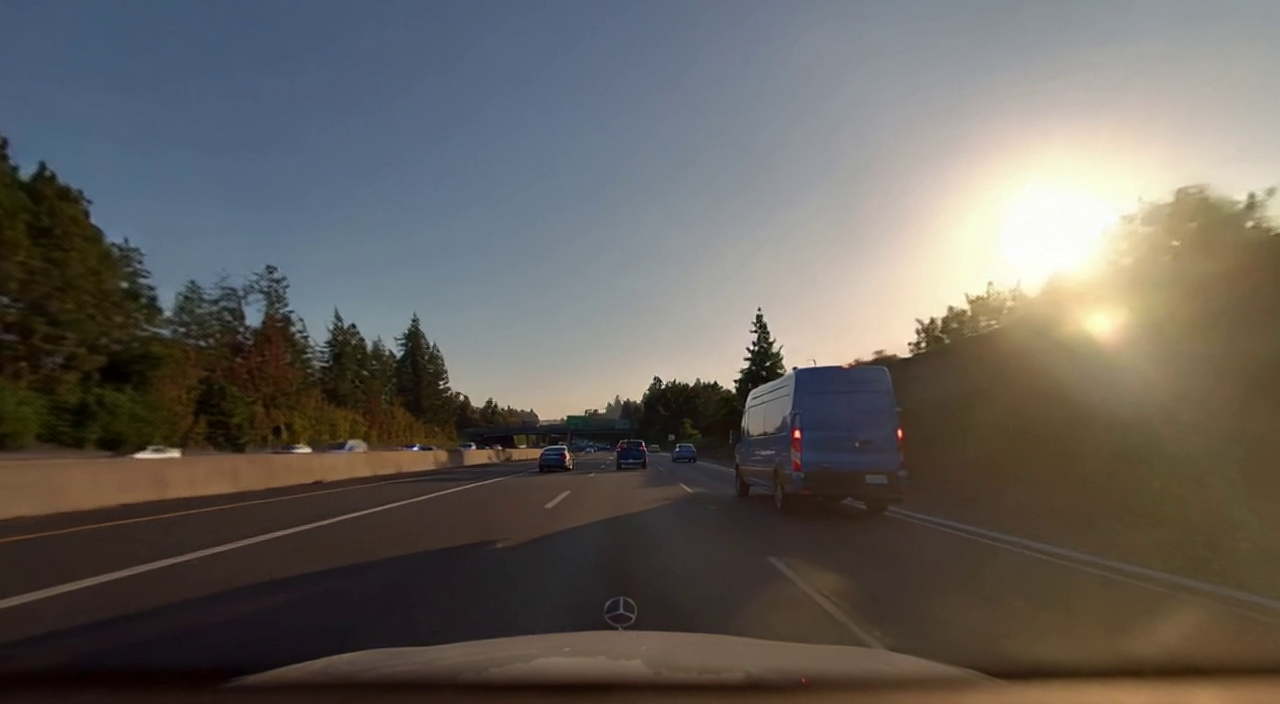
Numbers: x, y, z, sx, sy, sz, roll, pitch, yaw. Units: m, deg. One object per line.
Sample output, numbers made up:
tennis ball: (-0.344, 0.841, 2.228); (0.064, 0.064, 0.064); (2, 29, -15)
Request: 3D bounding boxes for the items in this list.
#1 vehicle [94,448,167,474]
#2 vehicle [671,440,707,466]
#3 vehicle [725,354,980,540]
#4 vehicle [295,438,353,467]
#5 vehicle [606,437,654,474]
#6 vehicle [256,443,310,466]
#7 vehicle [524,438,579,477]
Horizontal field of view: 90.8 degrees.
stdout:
vehicle: (-29.048, 6.181, 36.137); (1.440, 1.397, 3.257); (0, -9, -1)
vehicle: (3.458, 7.253, 45.521); (2.160, 1.759, 4.214); (0, -8, -2)
vehicle: (3.535, 1.845, 12.539); (2.631, 2.709, 6.496); (0, -8, -1)
vehicle: (-17.760, 5.651, 35.648); (1.520, 1.495, 3.354); (0, -8, 0)
vehicle: (-0.523, 5.329, 32.727); (2.297, 1.783, 4.355); (0, -8, -1)
vehicle: (-24.974, 7.171, 44.308); (1.824, 1.511, 3.484); (0, -8, -1)
vehicle: (-4.194, 5.082, 30.639); (2.023, 1.709, 4.263); (0, -8, 0)
